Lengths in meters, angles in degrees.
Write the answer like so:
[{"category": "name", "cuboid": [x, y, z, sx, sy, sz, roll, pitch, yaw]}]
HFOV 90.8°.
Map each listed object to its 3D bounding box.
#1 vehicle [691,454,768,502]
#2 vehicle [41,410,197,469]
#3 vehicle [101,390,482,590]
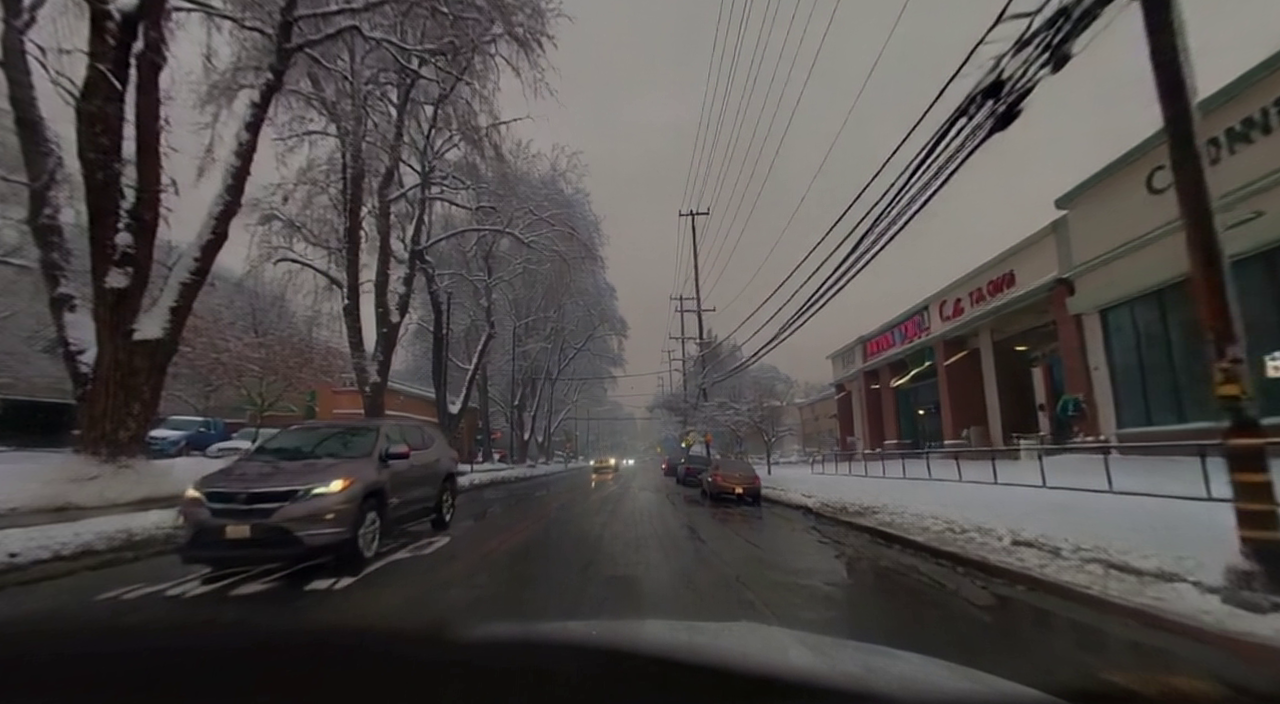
[{"category": "vehicle", "cuboid": [2.907, 4.202, 21.419, 1.877, 1.373, 3.854, 0, -8, -3]}, {"category": "vehicle", "cuboid": [-24.405, 4.189, 30.026, 2.288, 2.514, 5.886, 0, -8, 1]}, {"category": "vehicle", "cuboid": [-4.073, 1.723, 8.770, 2.495, 1.966, 4.846, 0, -8, 0]}]
